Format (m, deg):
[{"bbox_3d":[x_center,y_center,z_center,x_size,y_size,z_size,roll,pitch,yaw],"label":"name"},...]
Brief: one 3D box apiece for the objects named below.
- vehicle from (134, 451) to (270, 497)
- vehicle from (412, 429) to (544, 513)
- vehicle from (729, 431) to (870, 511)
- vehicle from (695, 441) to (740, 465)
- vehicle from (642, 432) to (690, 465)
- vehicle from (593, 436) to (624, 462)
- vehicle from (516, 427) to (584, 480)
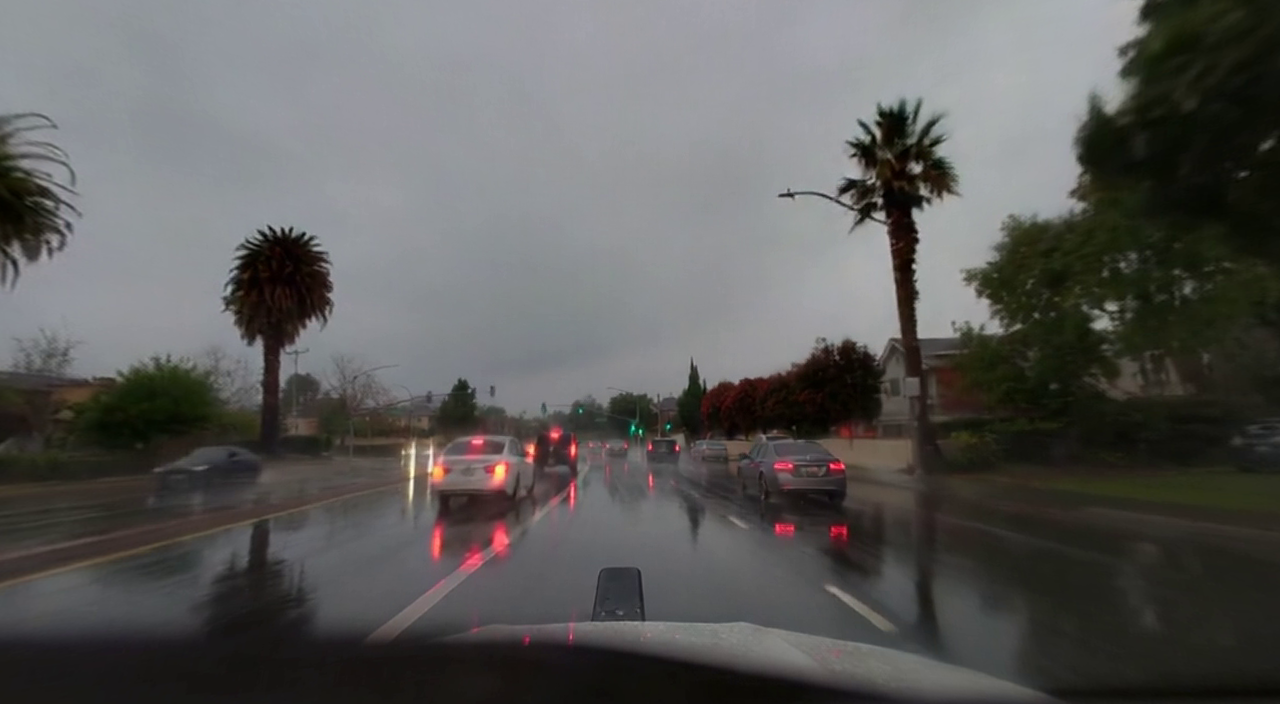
[{"bbox_3d":[-15.600,4.324,22.851,2.004,1.465,4.300,0,-9,-3],"label":"vehicle"},{"bbox_3d":[-3.383,2.563,14.060,1.922,1.577,4.140,0,-9,-2],"label":"vehicle"},{"bbox_3d":[3.313,2.555,14.007,1.870,1.491,4.009,0,-9,-3],"label":"vehicle"},{"bbox_3d":[5.101,6.758,42.360,1.989,1.459,4.700,1,-9,-6],"label":"vehicle"},{"bbox_3d":[1.582,6.230,40.758,2.391,1.960,5.600,1,-9,-5],"label":"vehicle"},{"bbox_3d":[-2.470,7.439,48.385,2.164,1.867,4.254,1,-9,-6],"label":"vehicle"},{"bbox_3d":[-3.625,4.245,26.701,2.354,1.948,6.355,0,-9,-4],"label":"vehicle"}]
